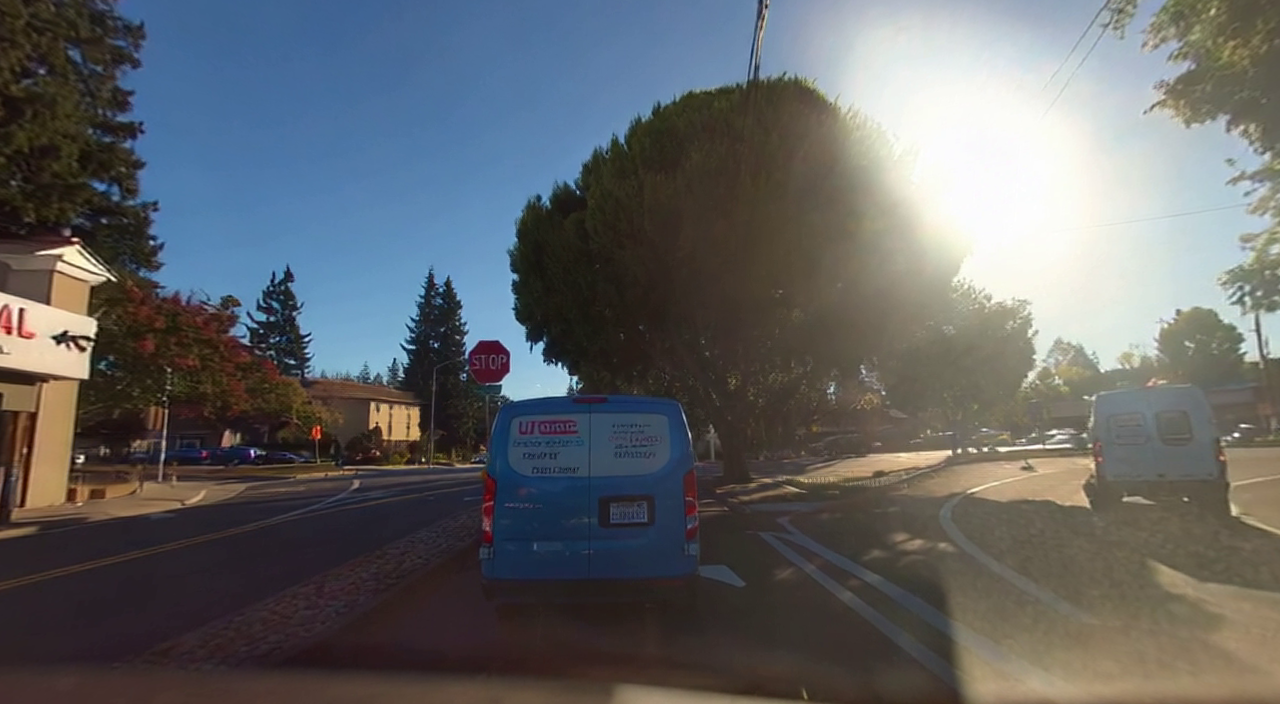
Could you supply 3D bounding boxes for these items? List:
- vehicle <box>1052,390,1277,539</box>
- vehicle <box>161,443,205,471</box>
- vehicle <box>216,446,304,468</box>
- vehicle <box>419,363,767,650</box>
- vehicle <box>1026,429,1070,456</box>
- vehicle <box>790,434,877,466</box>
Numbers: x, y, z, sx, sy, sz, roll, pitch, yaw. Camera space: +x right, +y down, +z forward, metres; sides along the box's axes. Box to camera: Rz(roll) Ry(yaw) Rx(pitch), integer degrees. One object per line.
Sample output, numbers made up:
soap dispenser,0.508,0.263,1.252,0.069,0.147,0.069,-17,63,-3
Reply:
vehicle,9.775,2.112,12.449,2.385,2.196,5.640,-5,-10,30
vehicle,-29.803,6.841,41.333,1.913,1.682,4.120,5,-10,-31
vehicle,-25.924,7.172,43.217,4.670,1.472,1.851,1,-9,-9
vehicle,-0.210,1.325,6.421,2.237,1.828,4.546,0,-9,3
vehicle,29.203,6.491,45.134,2.079,1.797,5.345,-7,-11,37
vehicle,10.532,5.310,34.290,4.512,1.659,1.985,5,-10,-32
